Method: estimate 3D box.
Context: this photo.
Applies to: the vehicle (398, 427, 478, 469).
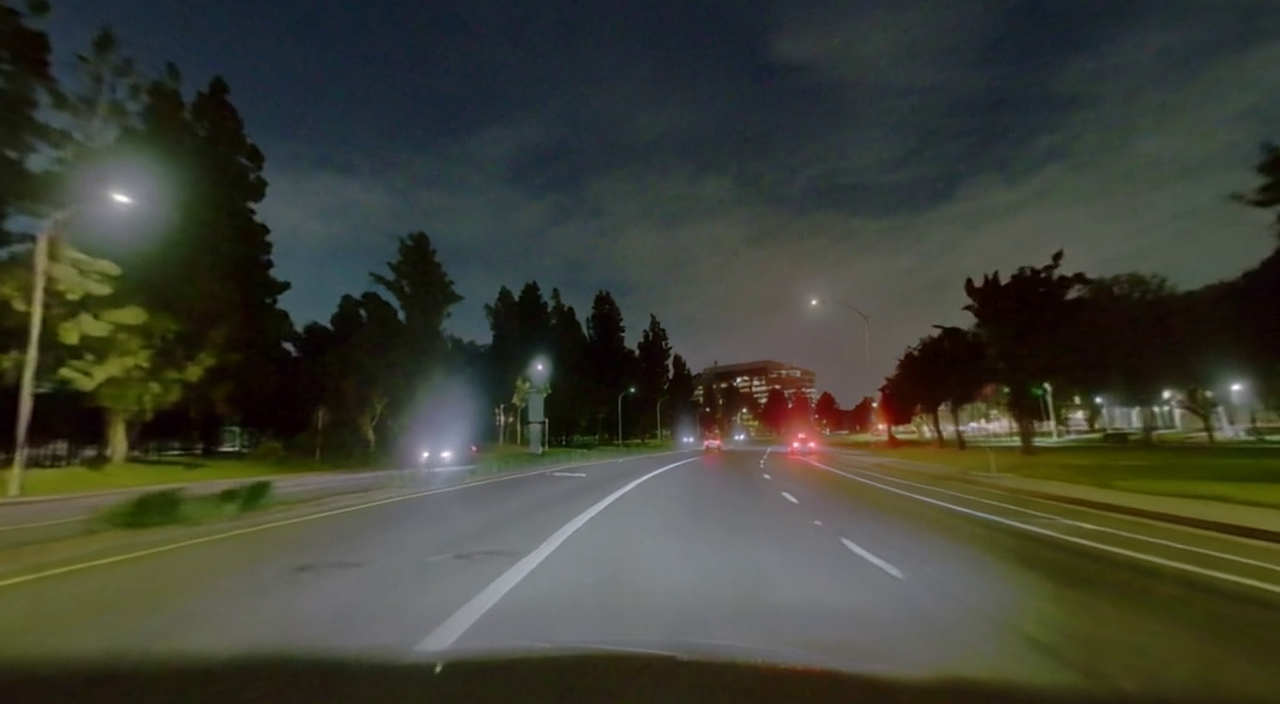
[{"bbox_3d":[-10.377,4.964,32.873,2.080,1.984,4.778,-1,-8,8],"label":"vehicle"}]
